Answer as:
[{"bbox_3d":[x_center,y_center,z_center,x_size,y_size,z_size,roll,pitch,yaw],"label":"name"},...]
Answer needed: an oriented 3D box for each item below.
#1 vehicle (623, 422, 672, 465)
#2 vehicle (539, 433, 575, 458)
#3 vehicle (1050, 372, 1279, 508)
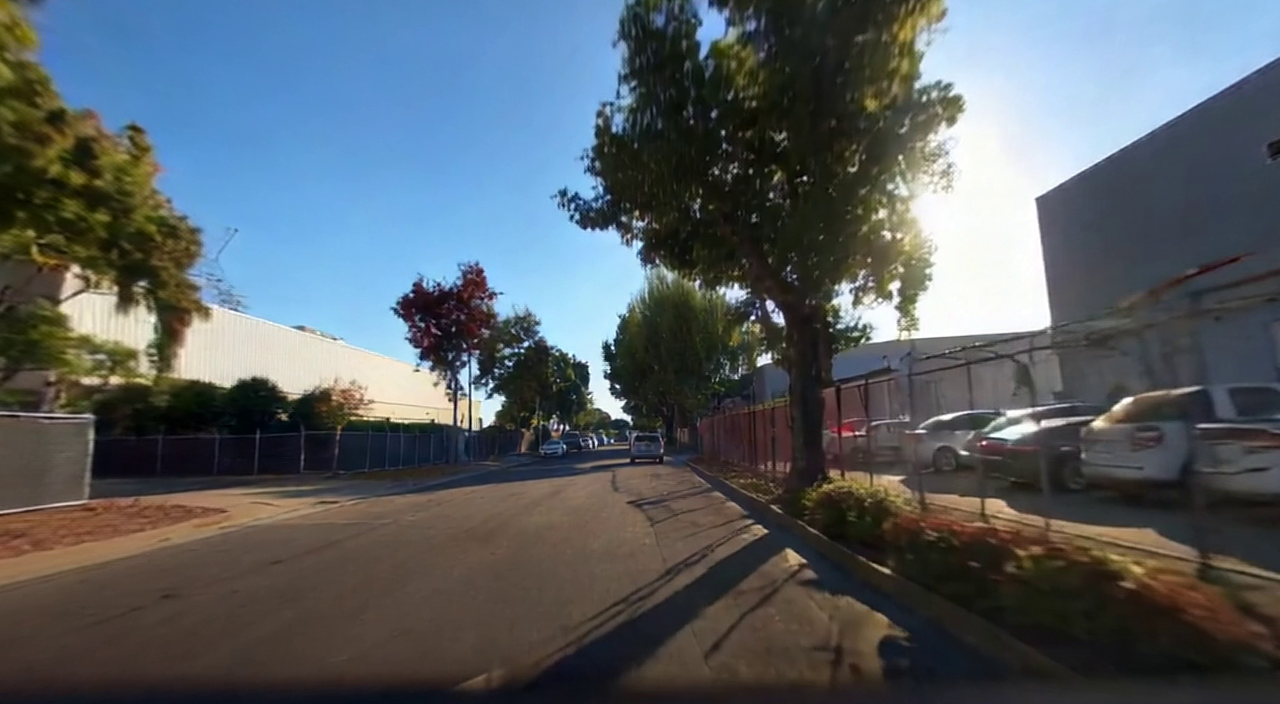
[{"bbox_3d":[0.376,4.315,29.824,2.152,1.874,4.042,0,-7,1],"label":"vehicle"},{"bbox_3d":[-5.760,6.601,44.287,1.938,1.500,4.130,-3,-9,-1],"label":"vehicle"},{"bbox_3d":[9.217,1.317,9.573,4.454,1.824,2.099,0,-7,0],"label":"vehicle"}]
